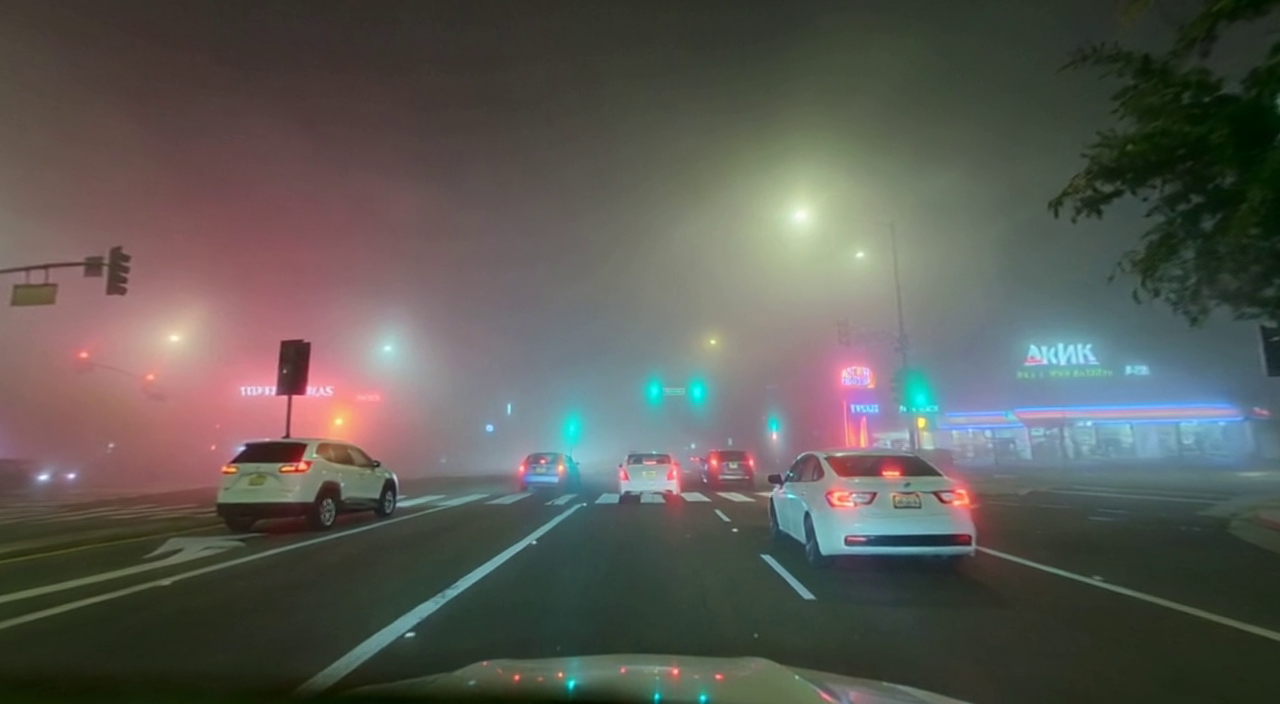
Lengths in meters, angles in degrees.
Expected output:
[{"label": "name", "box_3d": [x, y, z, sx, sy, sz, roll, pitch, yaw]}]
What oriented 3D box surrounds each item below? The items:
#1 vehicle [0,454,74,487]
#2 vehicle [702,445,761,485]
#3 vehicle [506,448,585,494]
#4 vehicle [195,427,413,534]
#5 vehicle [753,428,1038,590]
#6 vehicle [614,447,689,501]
[{"label": "vehicle", "box_3d": [-30.249, 5.678, 30.217, 4.315, 1.485, 1.822, 0, -8, -2]}, {"label": "vehicle", "box_3d": [3.839, 4.783, 27.050, 1.931, 1.552, 4.125, 0, -8, 0]}, {"label": "vehicle", "box_3d": [-3.322, 4.277, 23.050, 2.040, 1.471, 4.211, -1, -8, 3]}, {"label": "vehicle", "box_3d": [-6.580, 2.536, 13.081, 2.058, 1.804, 4.391, 0, -8, 0]}, {"label": "vehicle", "box_3d": [2.785, 1.796, 8.087, 1.946, 1.513, 4.133, 0, -8, 1]}, {"label": "vehicle", "box_3d": [0.355, 3.673, 19.490, 2.070, 1.460, 4.118, 0, -8, 1]}]
